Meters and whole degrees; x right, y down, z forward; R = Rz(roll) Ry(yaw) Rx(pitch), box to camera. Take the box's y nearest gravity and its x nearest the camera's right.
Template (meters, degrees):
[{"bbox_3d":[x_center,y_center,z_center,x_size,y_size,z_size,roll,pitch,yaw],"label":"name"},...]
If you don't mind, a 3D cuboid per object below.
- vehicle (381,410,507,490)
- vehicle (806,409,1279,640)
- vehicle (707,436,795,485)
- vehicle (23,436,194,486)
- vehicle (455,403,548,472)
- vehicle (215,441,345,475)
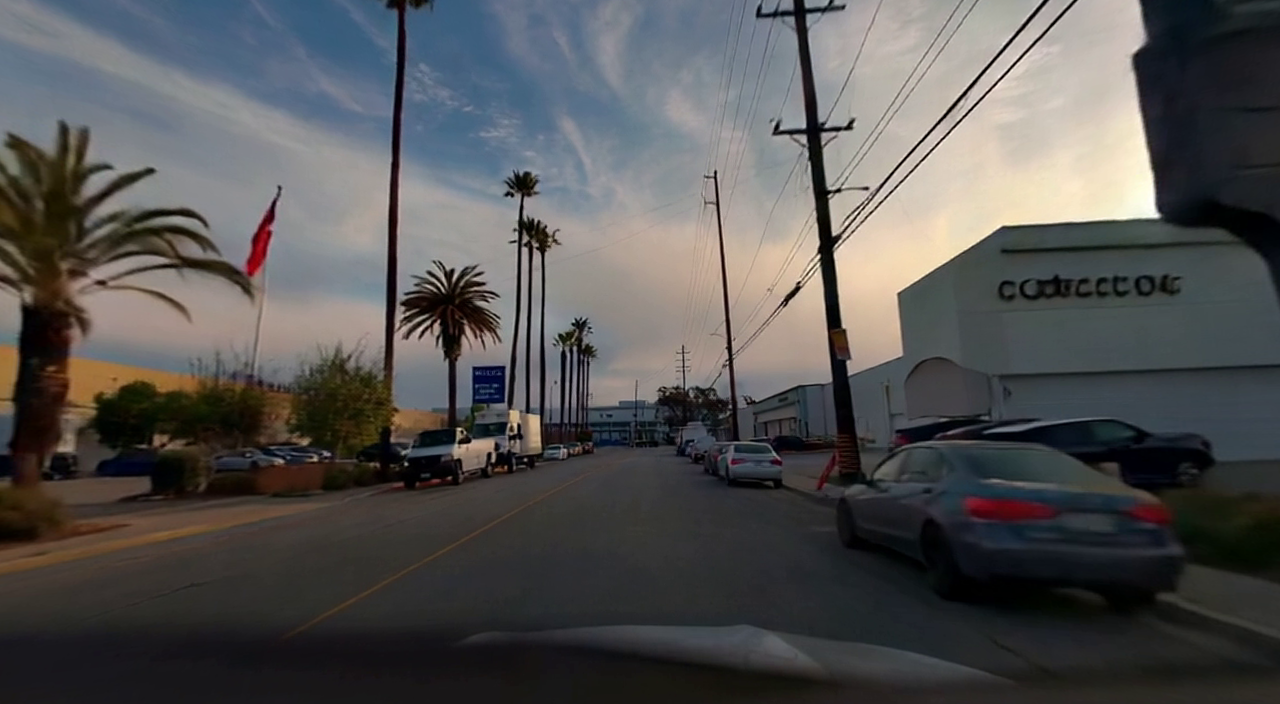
[{"bbox_3d":[-7.897,4.057,26.535,2.845,2.738,7.208,-3,-8,1],"label":"vehicle"},{"bbox_3d":[3.517,1.548,6.823,2.111,1.611,4.576,0,-8,-1],"label":"vehicle"},{"bbox_3d":[3.729,3.748,22.199,2.246,1.533,4.971,0,-8,1],"label":"vehicle"},{"bbox_3d":[-20.739,4.248,25.104,2.152,1.746,5.461,0,-8,-2],"label":"vehicle"},{"bbox_3d":[-7.421,4.788,35.246,2.941,3.418,7.738,-1,-8,4],"label":"vehicle"},{"bbox_3d":[-16.919,4.985,29.839,4.890,1.483,2.055,0,-8,2],"label":"vehicle"}]
